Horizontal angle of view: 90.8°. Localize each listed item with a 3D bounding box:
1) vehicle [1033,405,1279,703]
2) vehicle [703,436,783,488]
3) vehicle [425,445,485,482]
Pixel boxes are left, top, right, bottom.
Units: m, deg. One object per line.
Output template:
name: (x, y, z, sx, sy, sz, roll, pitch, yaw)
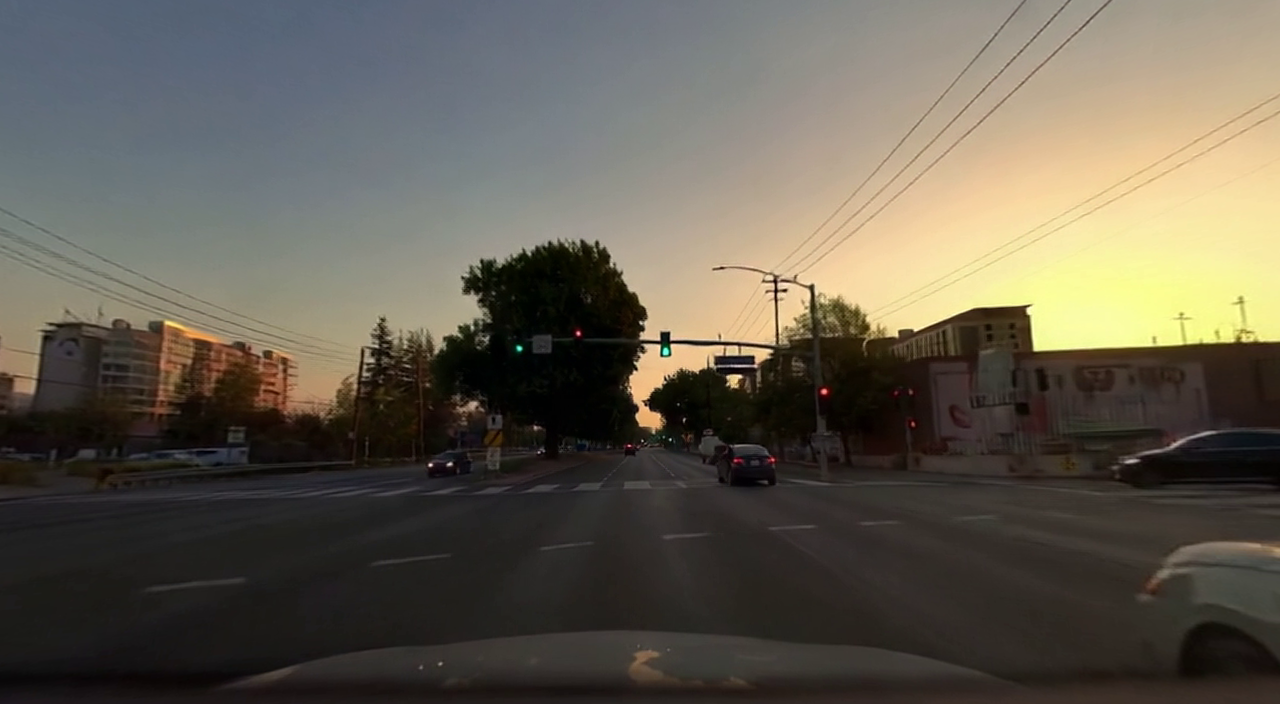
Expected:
vehicle: (3.364, 0.808, 1.526, 2.004, 1.455, 4.417, 0, -9, 0)
vehicle: (3.616, 3.960, 23.007, 2.128, 1.699, 4.222, 0, -9, -1)
vehicle: (-9.182, 5.520, 31.690, 1.816, 1.478, 4.404, -2, -6, -2)
